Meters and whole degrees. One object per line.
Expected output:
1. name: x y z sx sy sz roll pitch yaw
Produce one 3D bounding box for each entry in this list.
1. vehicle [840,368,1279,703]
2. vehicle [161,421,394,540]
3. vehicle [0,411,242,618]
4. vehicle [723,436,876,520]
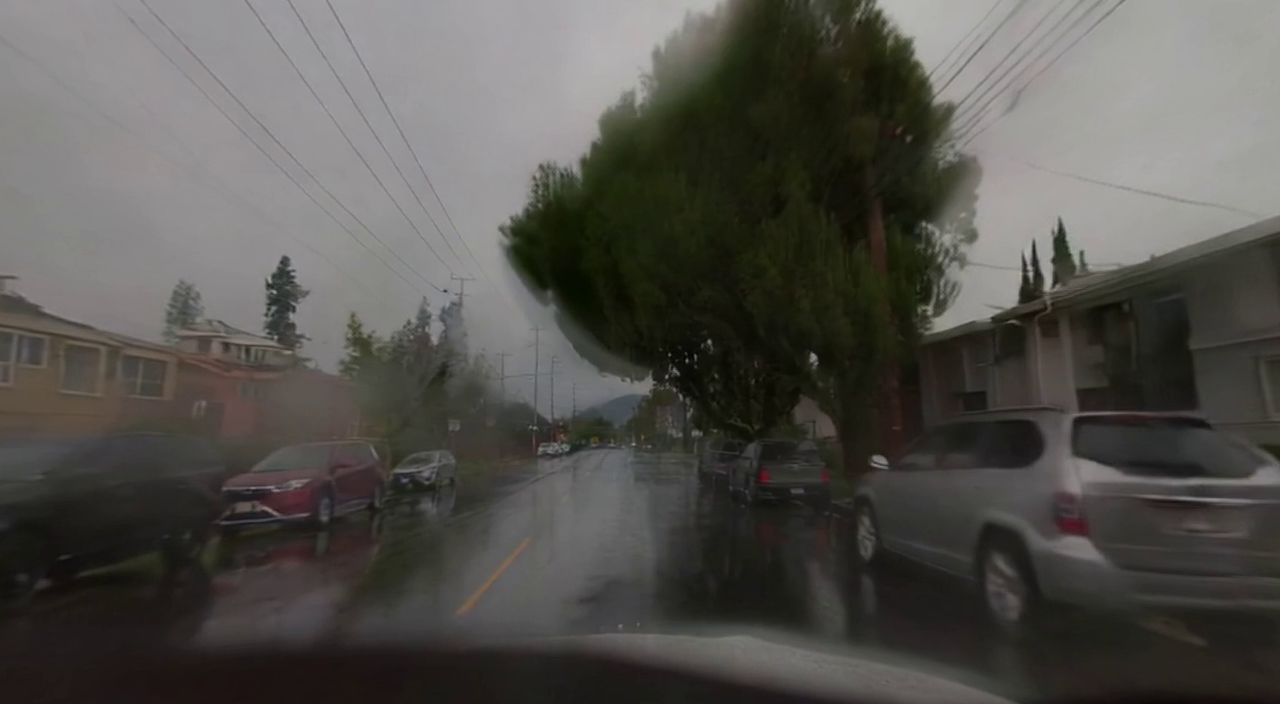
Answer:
1. vehicle: 3.352 1.263 5.310 1.936 1.756 4.127 0 -9 -1
2. vehicle: -6.710 2.372 12.460 1.992 1.853 4.561 -1 -8 -2
3. vehicle: -6.490 1.569 6.614 1.988 1.734 4.400 -1 -8 -4
4. vehicle: 3.299 2.715 14.235 1.895 1.537 4.844 1 -9 -4
